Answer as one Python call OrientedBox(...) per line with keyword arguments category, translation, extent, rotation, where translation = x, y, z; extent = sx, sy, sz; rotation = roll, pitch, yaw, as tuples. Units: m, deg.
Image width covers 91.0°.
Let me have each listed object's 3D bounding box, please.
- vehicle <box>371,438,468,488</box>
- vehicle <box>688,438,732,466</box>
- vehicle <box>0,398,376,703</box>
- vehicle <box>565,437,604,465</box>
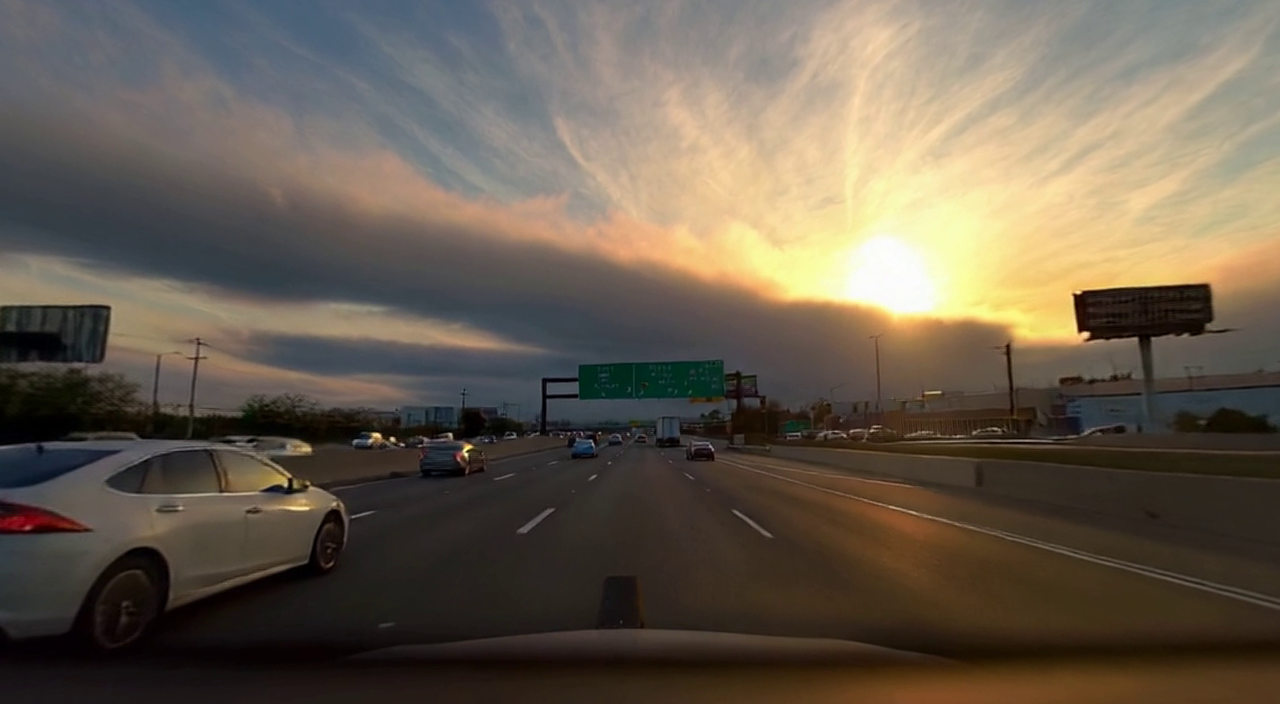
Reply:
OrientedBox(category="vehicle", translation=(-7.248, 3.687, 21.125), extent=(1.865, 1.518, 3.620), rotation=(0, -9, 1))
OrientedBox(category="vehicle", translation=(4.143, 6.008, 37.958), extent=(2.135, 1.532, 4.506), rotation=(1, -9, 0))
OrientedBox(category="vehicle", translation=(-3.780, 1.198, 4.315), extent=(2.008, 1.504, 4.264), rotation=(0, -9, 1))
OrientedBox(category="vehicle", translation=(-3.334, 6.042, 38.566), extent=(2.001, 1.577, 4.055), rotation=(0, -9, 1))
